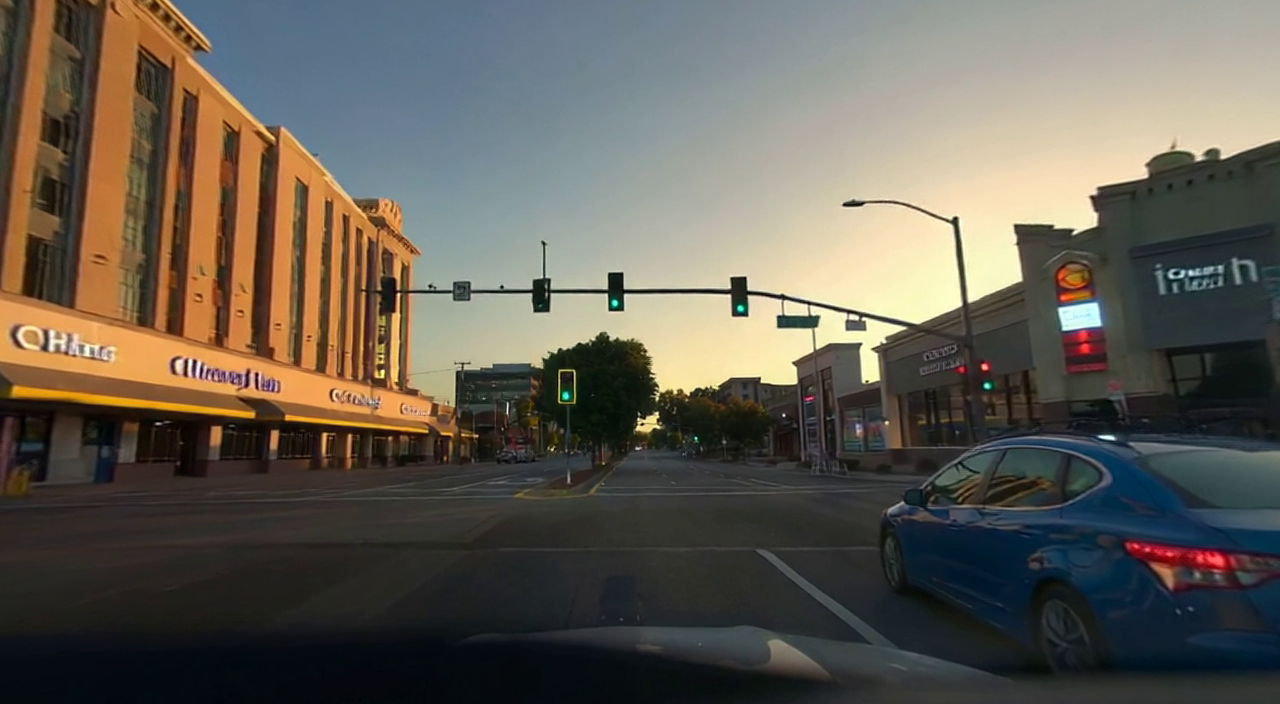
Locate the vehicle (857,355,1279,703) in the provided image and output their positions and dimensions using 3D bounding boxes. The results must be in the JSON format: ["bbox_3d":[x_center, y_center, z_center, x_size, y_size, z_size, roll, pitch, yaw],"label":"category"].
[{"bbox_3d":[3.196,1.077,3.798,2.015,1.641,4.995,0,-8,0],"label":"vehicle"}]
